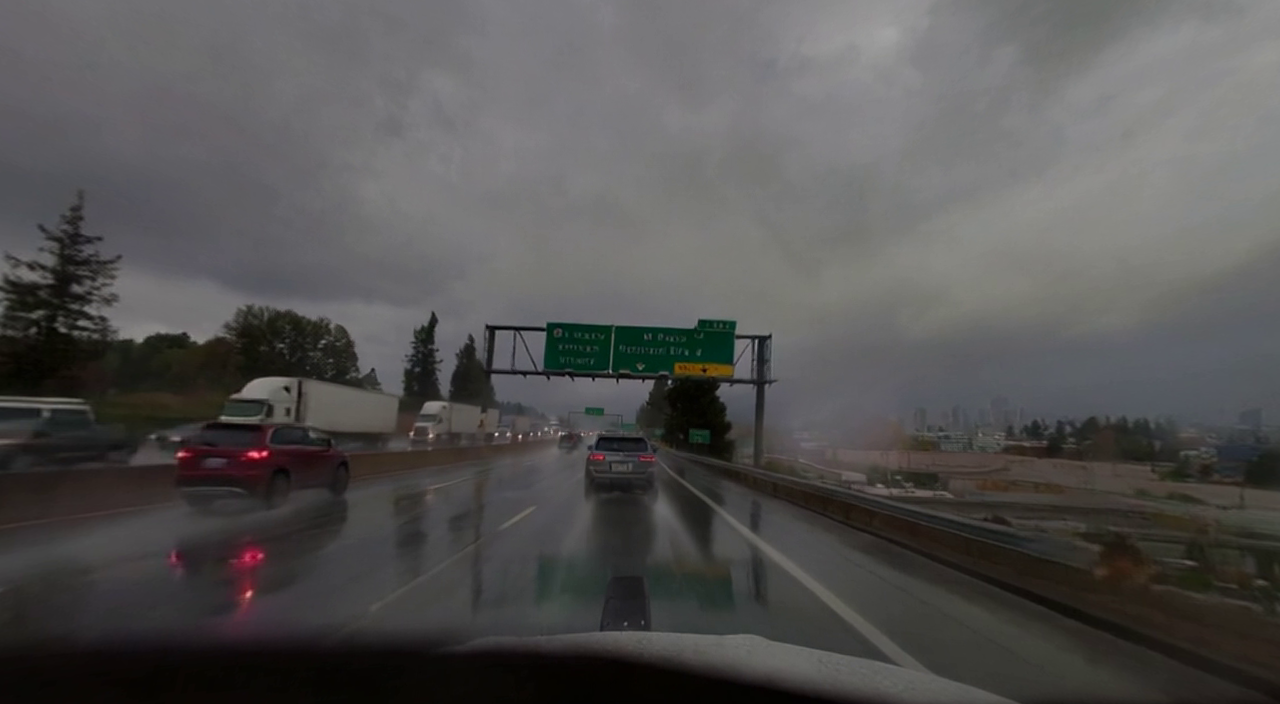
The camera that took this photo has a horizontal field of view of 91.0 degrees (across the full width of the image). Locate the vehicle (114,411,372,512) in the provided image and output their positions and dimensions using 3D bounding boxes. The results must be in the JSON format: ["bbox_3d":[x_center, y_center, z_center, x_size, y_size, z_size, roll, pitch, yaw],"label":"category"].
[{"bbox_3d":[-7.558,2.139,12.718,2.325,1.663,4.426,0,-8,0],"label":"vehicle"}]

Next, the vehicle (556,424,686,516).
[{"bbox_3d":[-0.320,2.261,12.636,2.127,1.497,4.445,0,-8,0],"label":"vehicle"}]

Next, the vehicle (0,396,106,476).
[{"bbox_3d":[-14.628,1.859,13.896,1.895,1.683,4.224,0,-8,0],"label":"vehicle"}]
